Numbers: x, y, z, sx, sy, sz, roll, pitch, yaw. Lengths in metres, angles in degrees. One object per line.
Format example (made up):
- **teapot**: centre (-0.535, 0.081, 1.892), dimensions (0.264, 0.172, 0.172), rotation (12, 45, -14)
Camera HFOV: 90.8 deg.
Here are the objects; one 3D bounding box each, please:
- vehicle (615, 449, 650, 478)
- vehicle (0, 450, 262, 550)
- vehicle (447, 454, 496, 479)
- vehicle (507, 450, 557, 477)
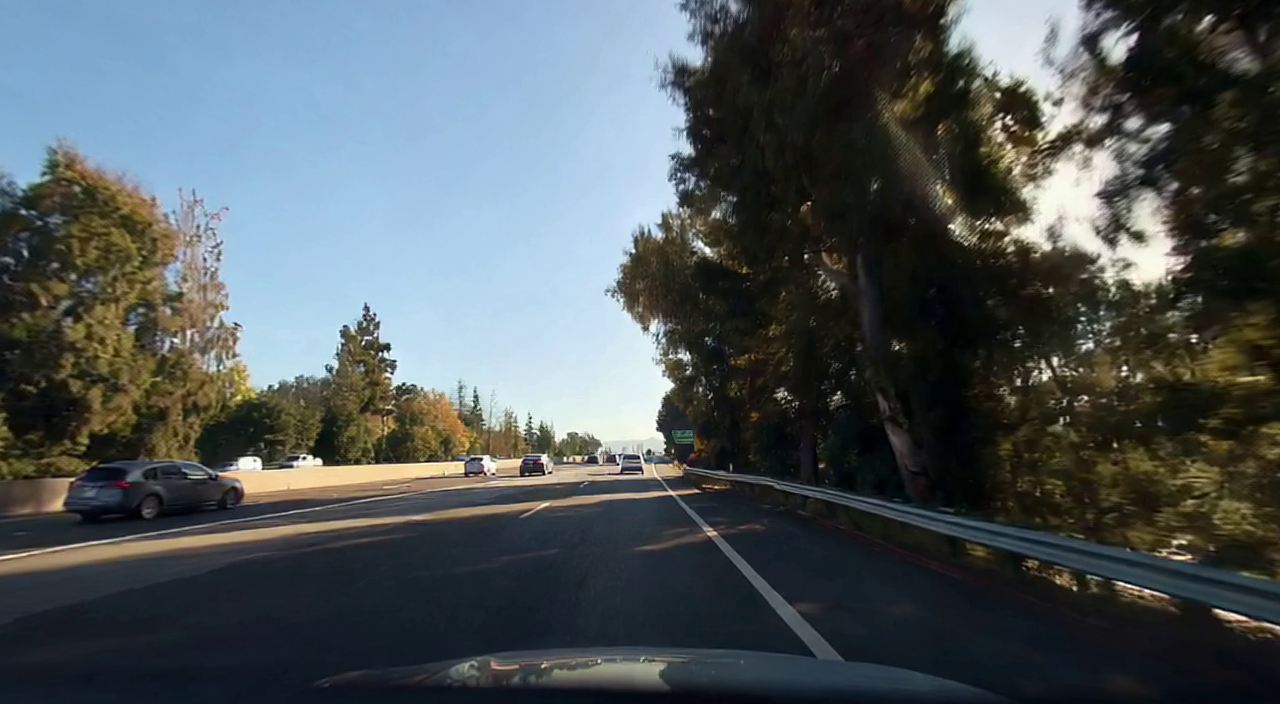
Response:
- **vehicle**: centre (-0.426, 7.265, 41.292), dimensions (2.179, 1.742, 4.396), rotation (-1, -9, 1)
- **vehicle**: centre (-10.355, 2.798, 12.752), dimensions (2.102, 1.562, 4.884), rotation (-1, -9, 5)
- **vehicle**: centre (-12.426, 8.424, 46.777), dimensions (1.997, 1.654, 4.554), rotation (-1, -9, 5)
- **vehicle**: centre (-8.076, 8.405, 48.007), dimensions (2.397, 1.911, 5.596), rotation (-1, -9, 5)
